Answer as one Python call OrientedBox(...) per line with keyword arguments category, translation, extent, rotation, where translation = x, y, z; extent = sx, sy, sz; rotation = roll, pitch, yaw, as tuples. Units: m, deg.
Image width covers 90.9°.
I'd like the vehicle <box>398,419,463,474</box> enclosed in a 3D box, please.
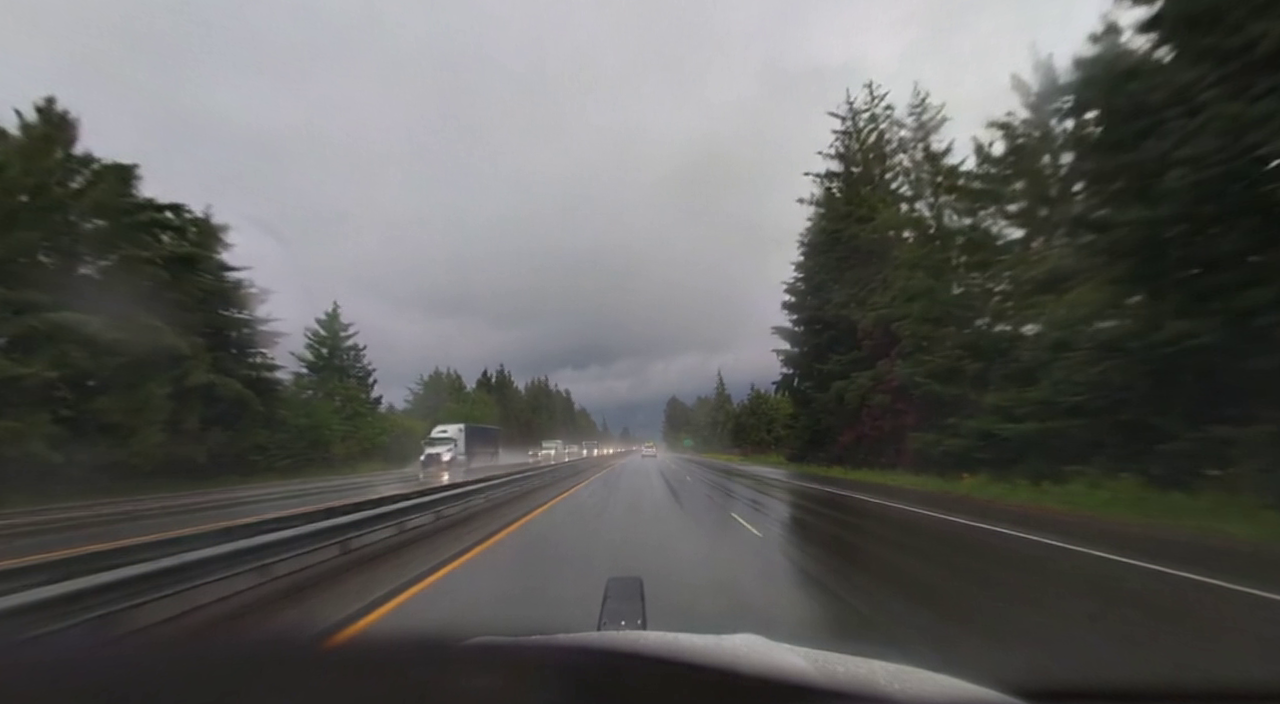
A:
OrientedBox(category="vehicle", translation=(-16.359, 7.481, 49.755), extent=(2.761, 3.994, 6.240), rotation=(0, -9, 1))
